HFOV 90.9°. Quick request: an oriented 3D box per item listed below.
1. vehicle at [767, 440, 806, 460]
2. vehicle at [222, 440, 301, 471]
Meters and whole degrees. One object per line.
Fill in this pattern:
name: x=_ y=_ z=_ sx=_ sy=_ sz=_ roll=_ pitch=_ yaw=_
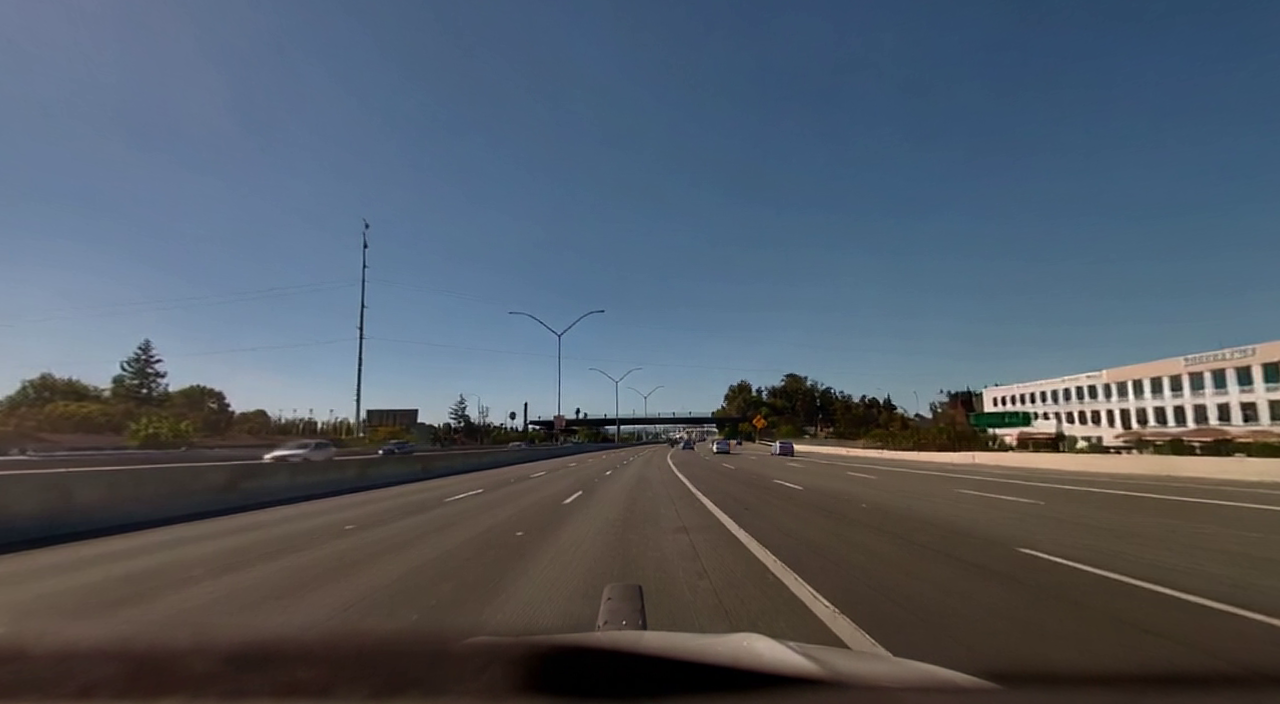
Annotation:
vehicle: x=11.481 y=7.710 z=49.666 sx=2.000 sy=1.514 sz=4.585 roll=-1 pitch=-8 yaw=1
vehicle: x=-17.655 y=4.830 z=29.610 sx=1.487 sy=1.357 sz=3.356 roll=-1 pitch=-8 yaw=3
